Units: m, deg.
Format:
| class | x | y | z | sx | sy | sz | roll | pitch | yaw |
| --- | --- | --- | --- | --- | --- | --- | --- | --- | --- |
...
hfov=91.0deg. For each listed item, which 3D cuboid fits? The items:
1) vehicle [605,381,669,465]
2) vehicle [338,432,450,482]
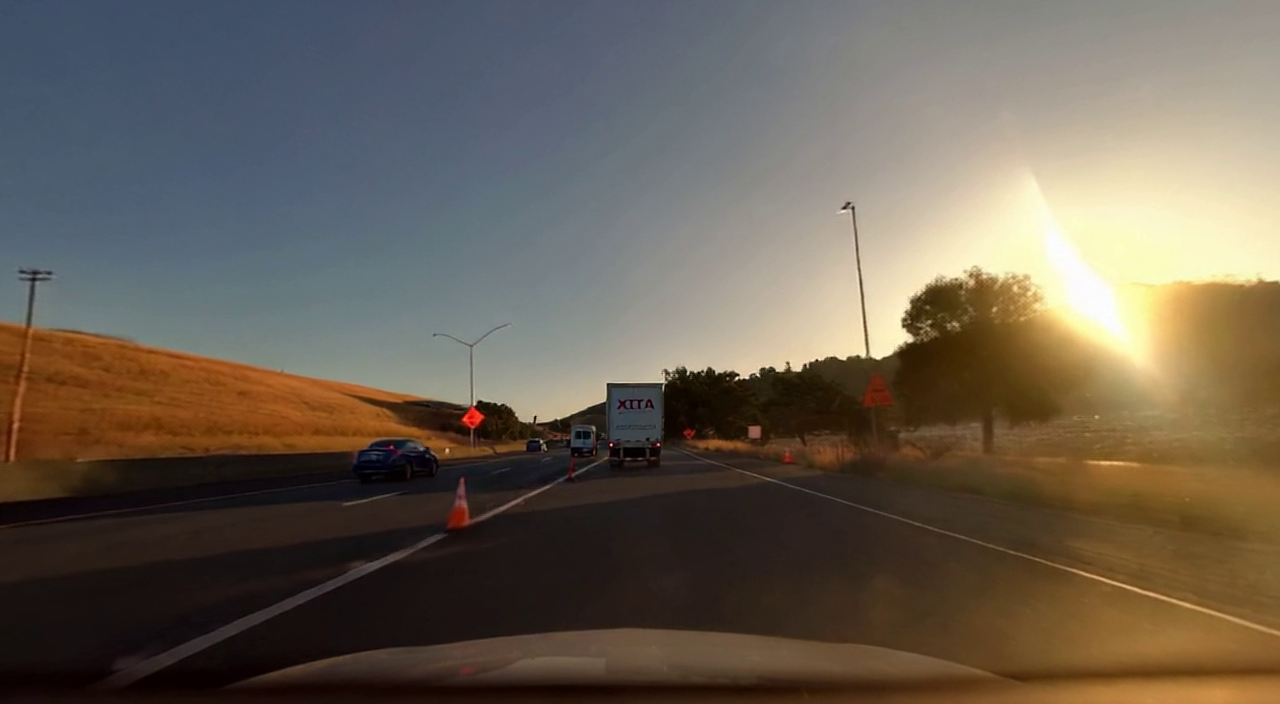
| class | x | y | z | sx | sy | sz | roll | pitch | yaw |
| --- | --- | --- | --- | --- | --- | --- | --- | --- | --- |
| vehicle | -0.197 | 4.405 | 36.289 | 3.183 | 4.011 | 9.617 | -1 | -11 | 0 |
| vehicle | -8.344 | 3.600 | 21.857 | 1.915 | 1.506 | 4.594 | 0 | -8 | 2 |
